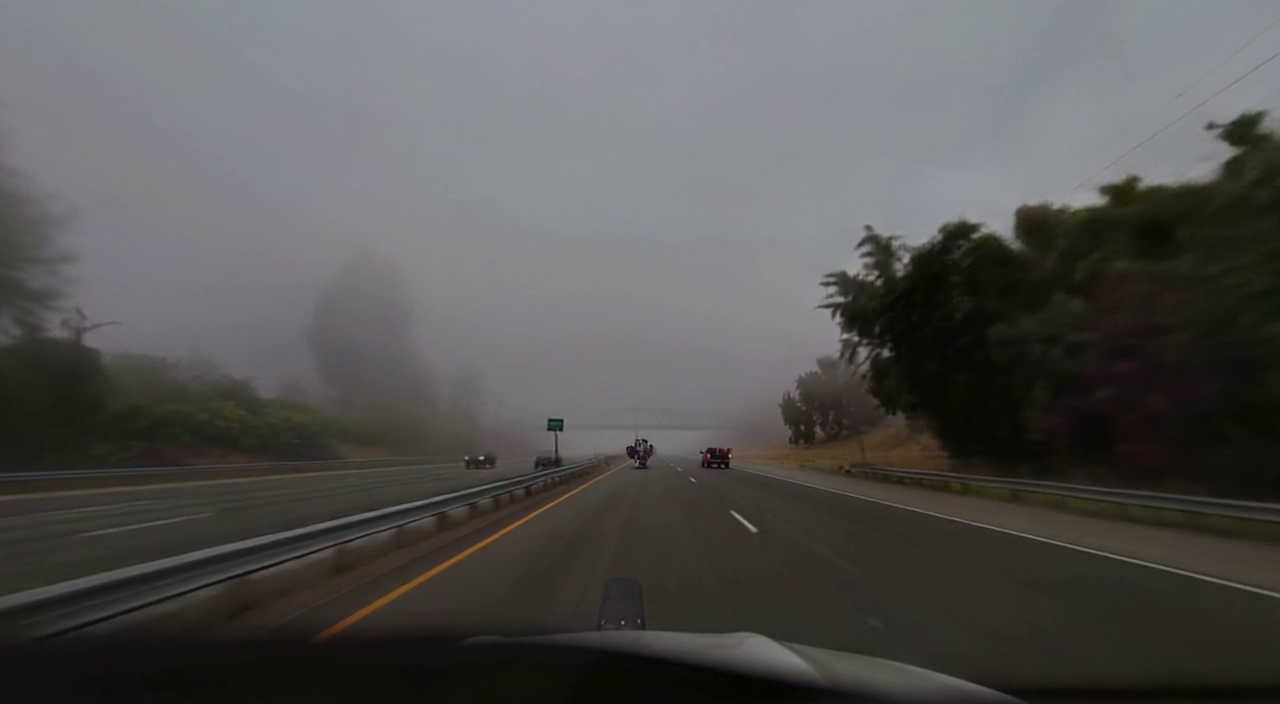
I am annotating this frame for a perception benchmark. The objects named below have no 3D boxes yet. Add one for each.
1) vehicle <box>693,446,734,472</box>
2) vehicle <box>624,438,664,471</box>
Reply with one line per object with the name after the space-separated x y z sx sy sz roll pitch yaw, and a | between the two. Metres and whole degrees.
4.572 6.746 39.967 1.988 1.505 4.958 0 -9 0 | vehicle
0.306 6.490 39.984 2.369 1.948 5.343 0 -9 2 | vehicle
